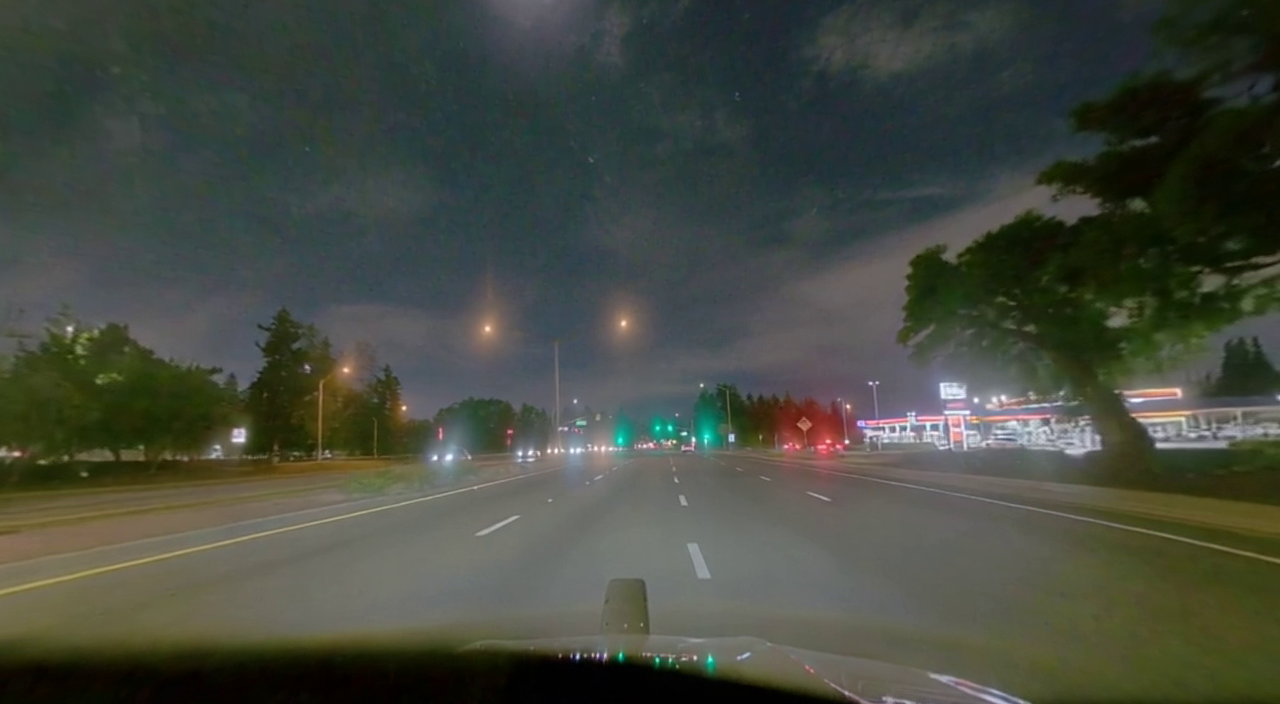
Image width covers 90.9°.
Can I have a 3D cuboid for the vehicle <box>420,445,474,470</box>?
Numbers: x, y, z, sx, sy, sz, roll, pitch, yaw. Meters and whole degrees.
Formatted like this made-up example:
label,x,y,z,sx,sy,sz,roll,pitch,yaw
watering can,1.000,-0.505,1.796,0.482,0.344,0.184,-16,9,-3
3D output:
label,x,y,z,sx,sy,sz,roll,pitch,yaw
vehicle,-12.996,7.117,42.700,1.927,1.526,4.245,-1,-9,5
